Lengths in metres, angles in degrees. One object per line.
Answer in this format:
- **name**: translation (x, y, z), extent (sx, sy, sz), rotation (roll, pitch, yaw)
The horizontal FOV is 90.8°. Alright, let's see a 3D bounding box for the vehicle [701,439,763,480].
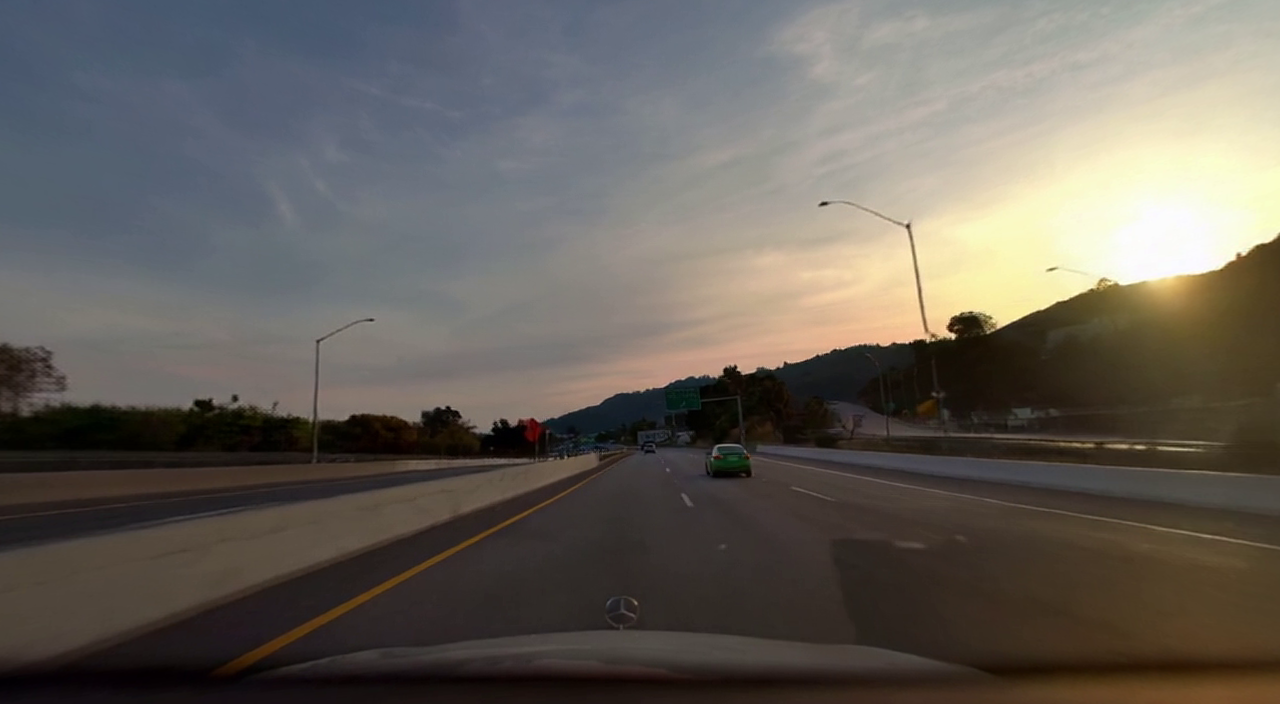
- **vehicle**: translation (3.631, 4.305, 25.579), extent (1.874, 1.506, 4.116), rotation (0, -8, 0)
